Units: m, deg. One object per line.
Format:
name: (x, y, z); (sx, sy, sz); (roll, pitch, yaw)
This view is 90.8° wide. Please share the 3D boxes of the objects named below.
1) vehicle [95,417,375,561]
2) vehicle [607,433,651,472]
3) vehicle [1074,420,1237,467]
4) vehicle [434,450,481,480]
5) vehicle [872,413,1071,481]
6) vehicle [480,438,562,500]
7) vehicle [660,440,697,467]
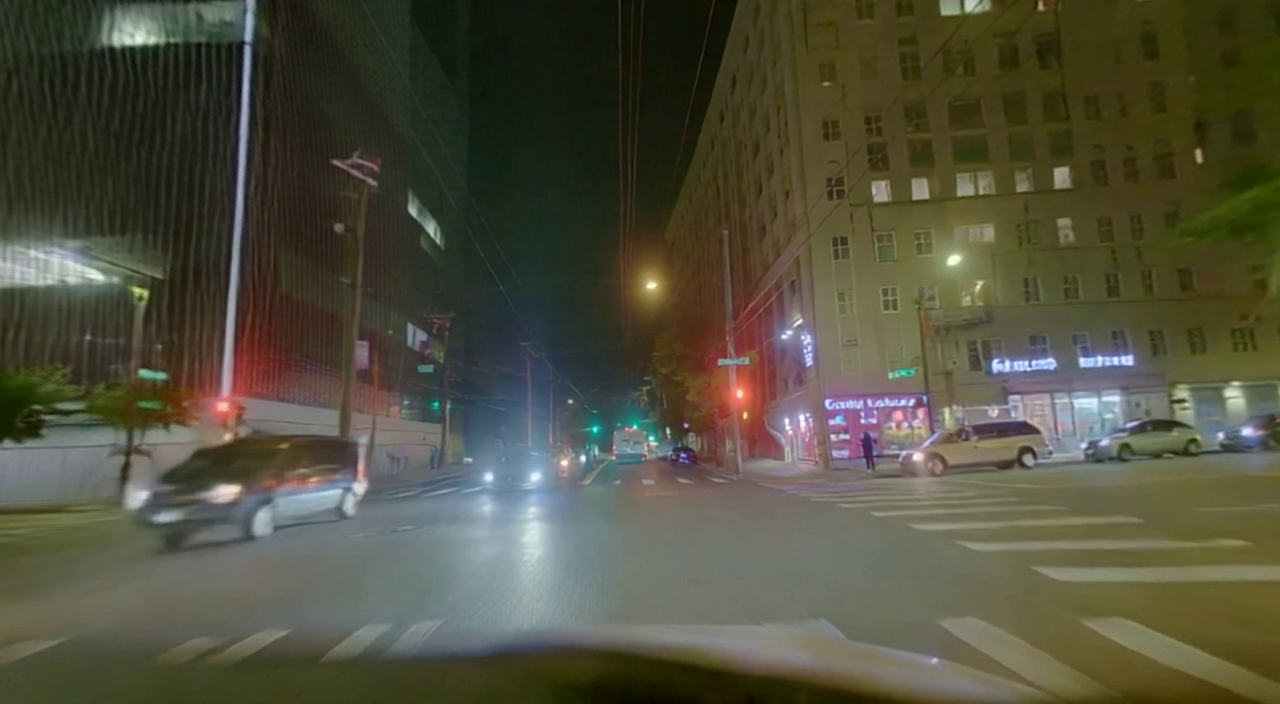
vehicle: (-6.628, 2.216, 11.193); (2.090, 1.975, 4.657); (0, -8, -4)
vehicle: (-0.649, 5.248, 33.179); (2.127, 1.893, 4.194); (0, -8, -3)
vehicle: (18.418, 3.287, 22.716); (4.161, 1.586, 1.992); (0, -8, -3)
vehicle: (-10.687, 6.626, 37.297); (1.847, 1.566, 3.525); (-1, -7, -2)
vehicle: (10.252, 2.997, 19.978); (4.966, 1.826, 2.209); (-3, -8, 6)
vehicle: (-3.653, 3.601, 20.029); (2.026, 1.616, 4.109); (-2, -7, -3)
vehicle: (2.391, 6.509, 40.704); (1.934, 1.633, 4.271); (0, -8, -2)
